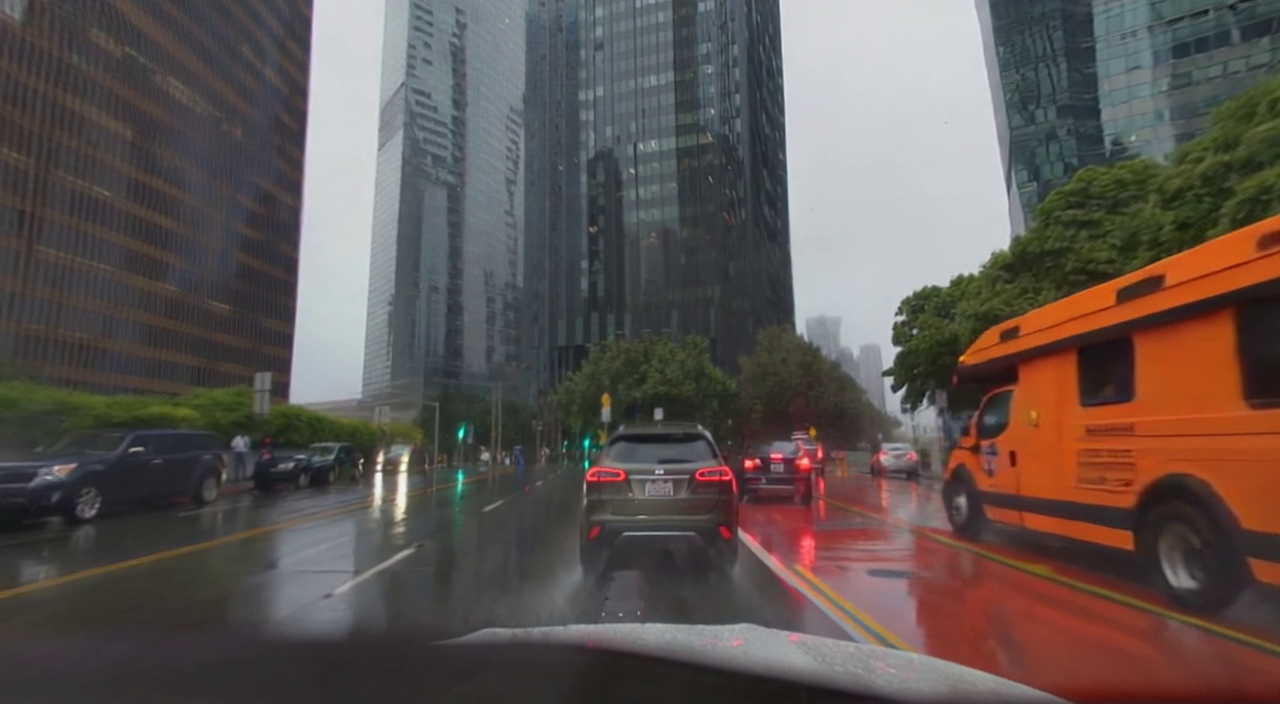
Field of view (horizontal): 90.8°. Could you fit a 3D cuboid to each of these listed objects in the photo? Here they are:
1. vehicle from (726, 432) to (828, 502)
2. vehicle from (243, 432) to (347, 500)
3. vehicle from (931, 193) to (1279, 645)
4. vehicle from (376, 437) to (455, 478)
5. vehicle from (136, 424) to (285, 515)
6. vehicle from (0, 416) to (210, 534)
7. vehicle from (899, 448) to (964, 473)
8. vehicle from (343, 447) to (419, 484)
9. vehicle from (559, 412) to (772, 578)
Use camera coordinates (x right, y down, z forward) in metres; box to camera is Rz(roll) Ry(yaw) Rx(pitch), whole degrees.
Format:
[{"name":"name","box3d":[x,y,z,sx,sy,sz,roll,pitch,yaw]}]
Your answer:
[{"name":"vehicle","box3d":[3.872,3.332,18.754,2.143,1.793,4.763,0,-8,3]},{"name":"vehicle","box3d":[-10.952,3.602,20.342,1.559,1.973,3.419,1,-9,-4]},{"name":"vehicle","box3d":[6.136,0.756,6.331,3.113,3.116,7.650,-1,-8,3]},{"name":"vehicle","box3d":[-11.634,5.504,33.248,2.338,1.963,5.740,0,-9,-3]},{"name":"vehicle","box3d":[-10.659,2.904,15.983,1.482,2.019,3.297,0,-9,-3]},{"name":"vehicle","box3d":[-10.325,2.310,12.331,1.543,1.946,3.454,1,-9,-5]},{"name":"vehicle","box3d":[22.460,8.316,48.720,4.211,1.820,2.094,-6,-10,33]},{"name":"vehicle","box3d":[-11.226,4.934,27.726,1.791,1.463,4.210,0,-9,-4]},{"name":"vehicle","box3d":[0.328,1.792,8.690,2.192,1.695,4.142,0,-8,2]}]
